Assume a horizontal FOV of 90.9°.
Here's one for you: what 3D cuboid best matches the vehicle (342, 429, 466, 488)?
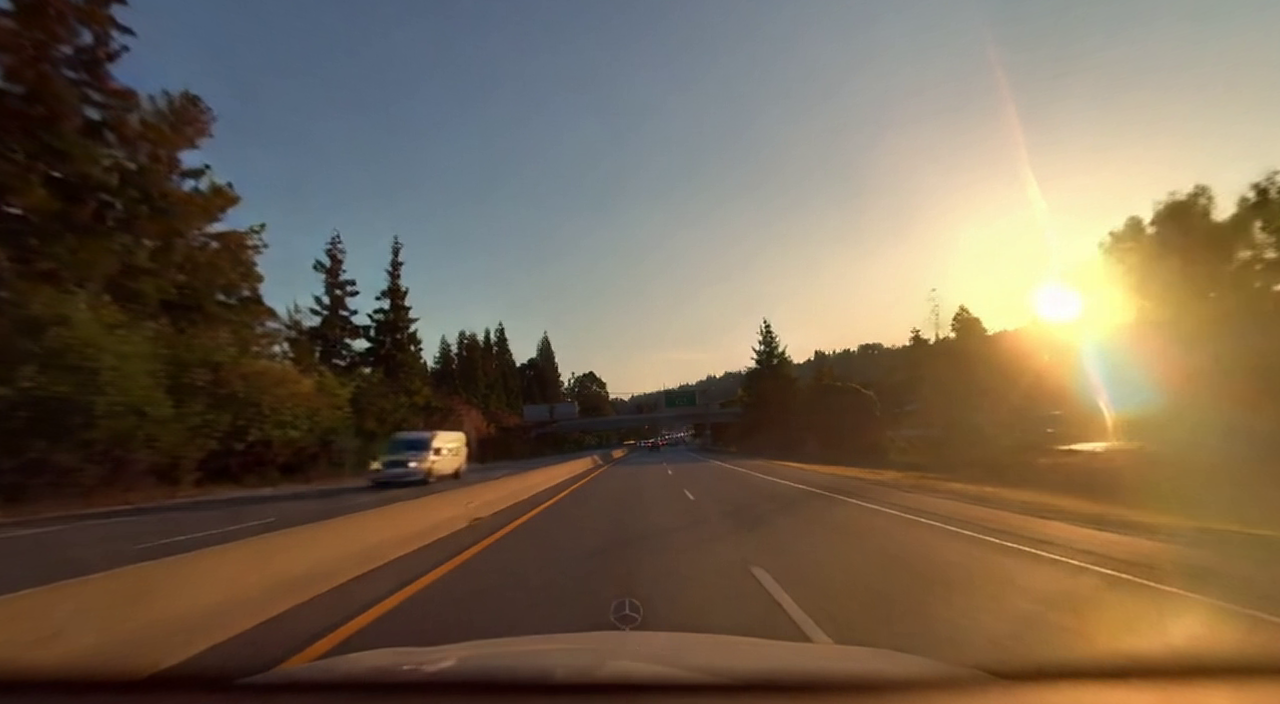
[{"bbox_3d":[-8.596,3.960,23.718,2.344,1.898,5.764,-1,-9,1],"label":"vehicle"}]
